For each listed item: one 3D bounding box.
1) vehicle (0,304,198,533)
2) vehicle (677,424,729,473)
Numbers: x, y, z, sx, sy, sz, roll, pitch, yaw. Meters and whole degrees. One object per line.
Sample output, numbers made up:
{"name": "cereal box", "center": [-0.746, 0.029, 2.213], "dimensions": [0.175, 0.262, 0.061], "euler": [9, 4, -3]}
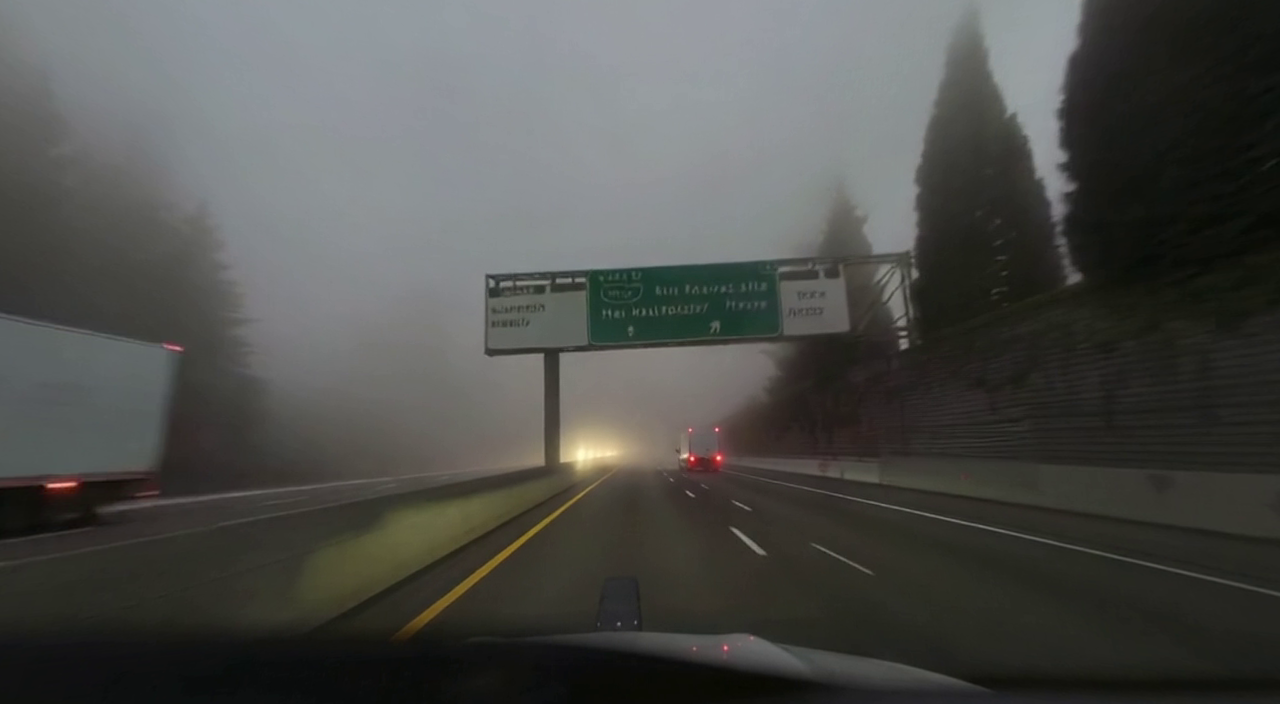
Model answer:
{"name": "vehicle", "center": [-12.763, 0.856, 8.983], "dimensions": [3.219, 3.940, 13.412], "euler": [0, -9, 0]}
{"name": "vehicle", "center": [3.888, 6.127, 40.043], "dimensions": [2.449, 2.805, 6.763], "euler": [0, -9, -1]}
